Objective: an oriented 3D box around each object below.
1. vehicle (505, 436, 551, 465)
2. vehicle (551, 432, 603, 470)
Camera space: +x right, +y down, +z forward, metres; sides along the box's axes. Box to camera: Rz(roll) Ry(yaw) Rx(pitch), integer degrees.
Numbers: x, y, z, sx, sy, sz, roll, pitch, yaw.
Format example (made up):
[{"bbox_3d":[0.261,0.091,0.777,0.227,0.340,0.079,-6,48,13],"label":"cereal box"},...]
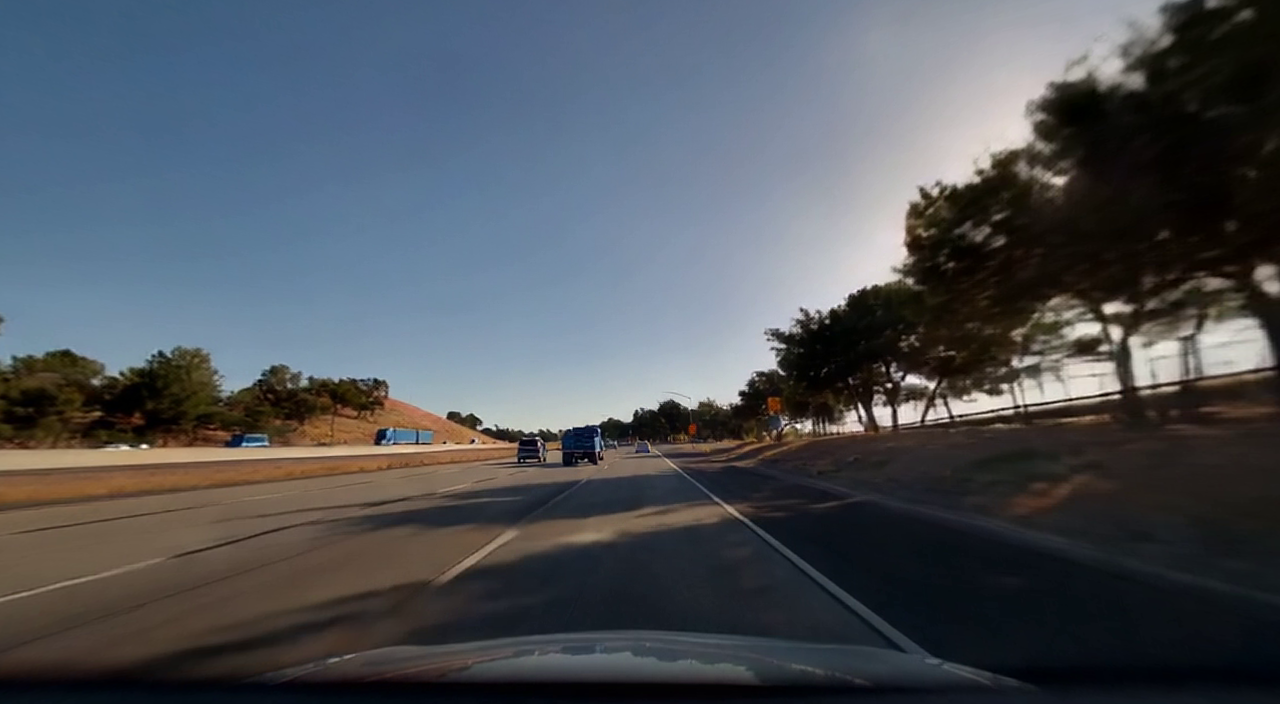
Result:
[{"bbox_3d":[-7.301,6.466,41.347,2.078,1.729,4.722,0,-8,1],"label":"vehicle"},{"bbox_3d":[-3.092,4.936,31.467,2.194,1.766,3.720,0,-8,0],"label":"vehicle"}]
